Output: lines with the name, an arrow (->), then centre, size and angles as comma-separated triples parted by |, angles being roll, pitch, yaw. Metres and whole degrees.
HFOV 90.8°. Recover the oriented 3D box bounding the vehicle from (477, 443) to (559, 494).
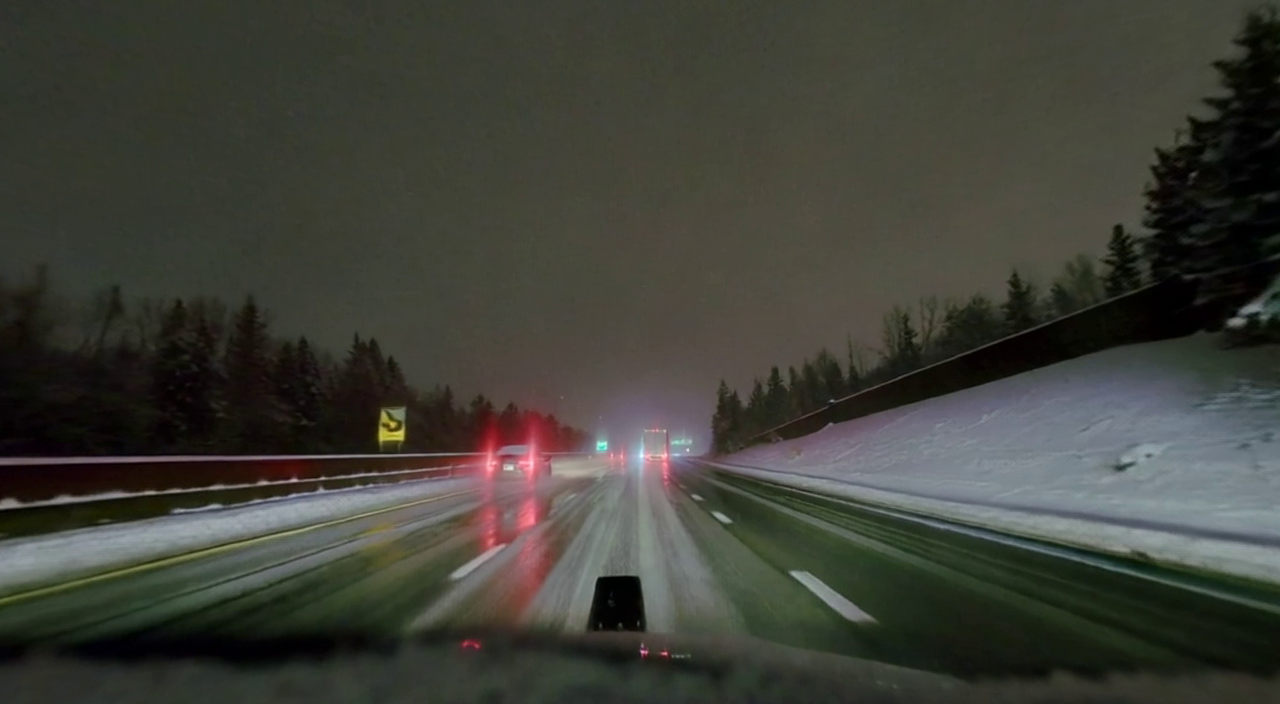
vehicle -> -4.166, 4.048, 22.276 | 2.035, 1.595, 4.022 | 0, -9, 1
